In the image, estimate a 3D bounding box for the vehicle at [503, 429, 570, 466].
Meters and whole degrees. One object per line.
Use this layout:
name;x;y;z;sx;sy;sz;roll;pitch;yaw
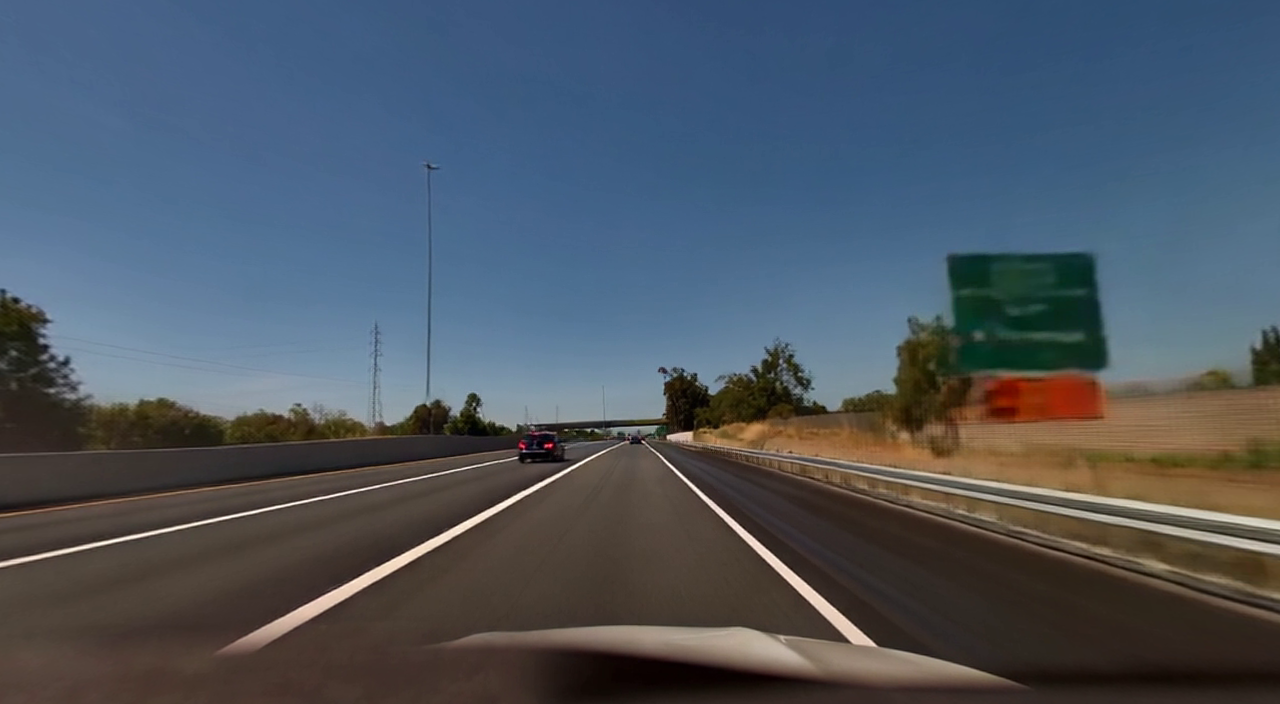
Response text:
vehicle;-4.565;4.283;28.516;2.149;1.532;4.905;0;-8;0
